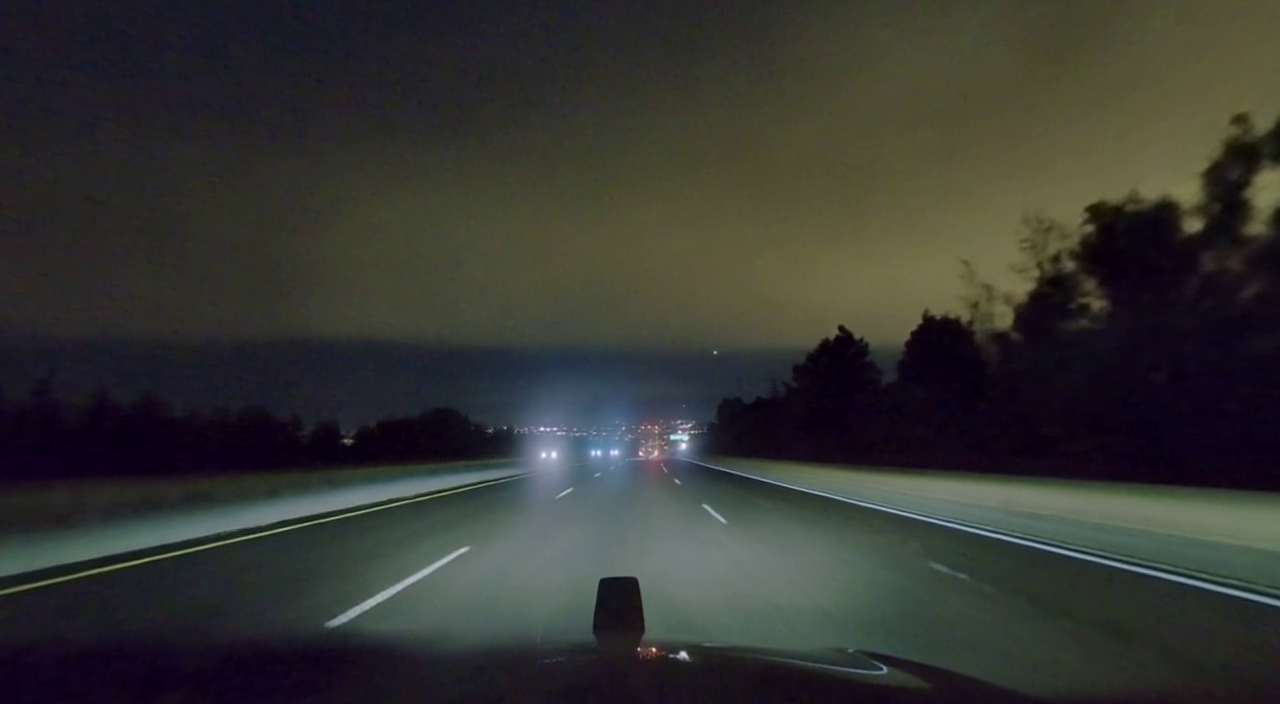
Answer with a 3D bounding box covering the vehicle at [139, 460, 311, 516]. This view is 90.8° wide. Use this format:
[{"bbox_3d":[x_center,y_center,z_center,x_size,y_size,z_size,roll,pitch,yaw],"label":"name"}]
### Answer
[{"bbox_3d":[-12.937,4.238,20.196,2.086,1.456,5.044,0,-9,0],"label":"vehicle"}]
